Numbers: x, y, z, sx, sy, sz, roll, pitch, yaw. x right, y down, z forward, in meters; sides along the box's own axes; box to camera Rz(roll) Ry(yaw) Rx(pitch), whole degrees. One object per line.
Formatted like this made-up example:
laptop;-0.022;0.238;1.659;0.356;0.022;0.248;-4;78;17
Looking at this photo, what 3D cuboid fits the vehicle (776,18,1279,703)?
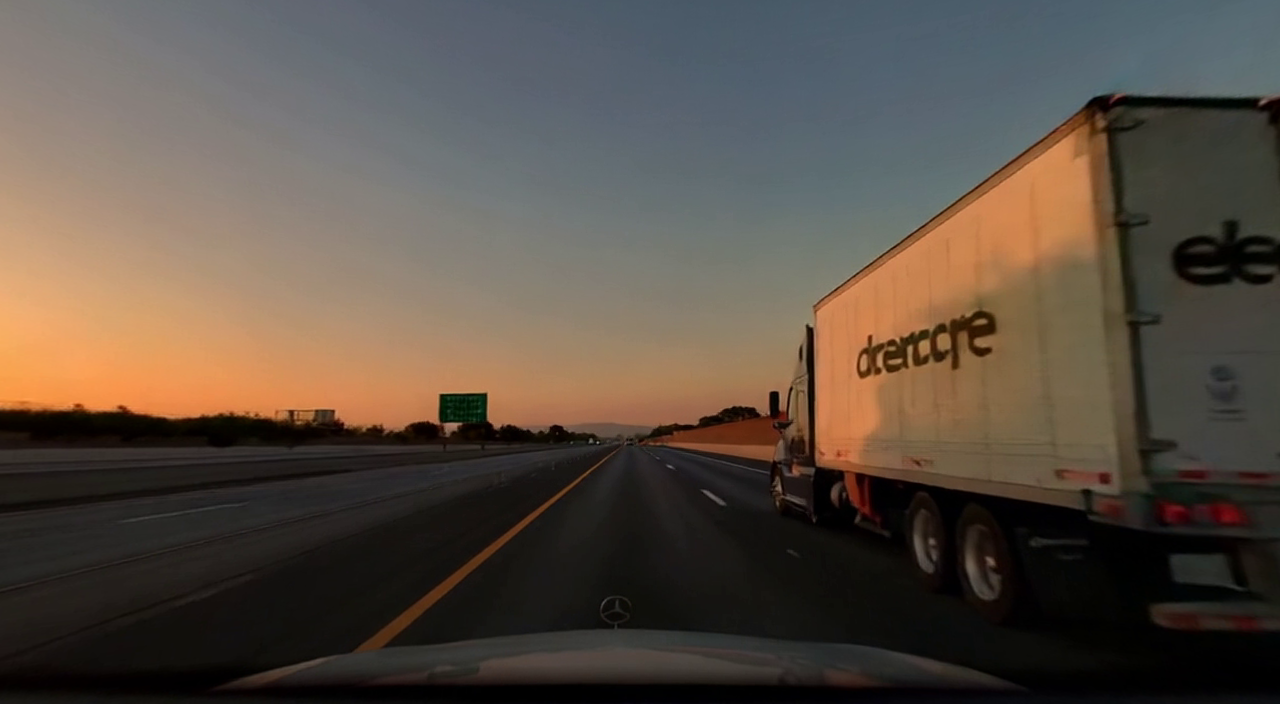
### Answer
vehicle;3.533;0.585;6.164;2.702;3.193;7.196;0;-8;0
